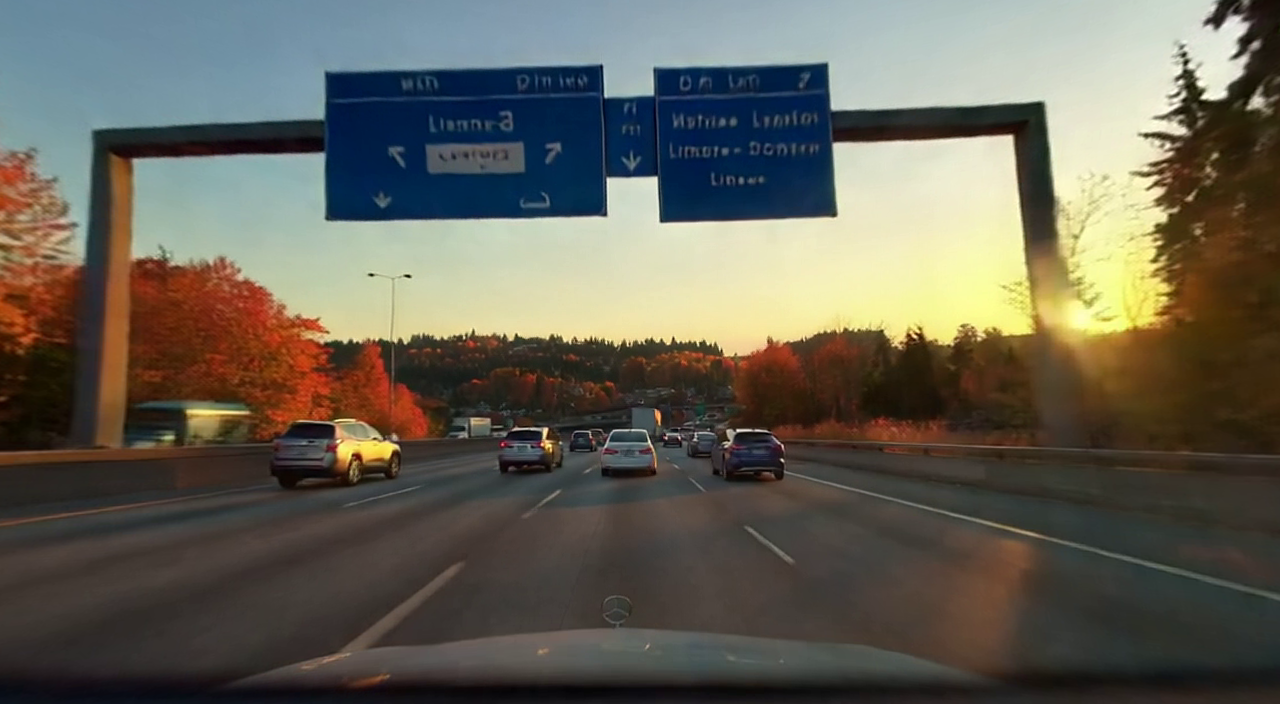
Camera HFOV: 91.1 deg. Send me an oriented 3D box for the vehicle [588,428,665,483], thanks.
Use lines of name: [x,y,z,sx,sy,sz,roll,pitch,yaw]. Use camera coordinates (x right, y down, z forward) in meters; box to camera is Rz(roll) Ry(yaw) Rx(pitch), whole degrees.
vehicle: [-0.365,3.123,19.413,2.111,1.494,4.364,0,-8,0]

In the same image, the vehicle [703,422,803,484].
vehicle: [3.260,3.002,19.083,2.095,1.650,4.331,0,-8,-2]

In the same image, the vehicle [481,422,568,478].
vehicle: [-3.735,3.256,21.151,2.064,1.672,4.277,0,-8,1]

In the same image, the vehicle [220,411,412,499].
vehicle: [-7.533,2.442,15.338,2.117,1.779,4.745,0,-8,0]

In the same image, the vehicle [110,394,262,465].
vehicle: [-23.614,4.142,33.295,2.703,3.361,6.936,0,-8,1]
